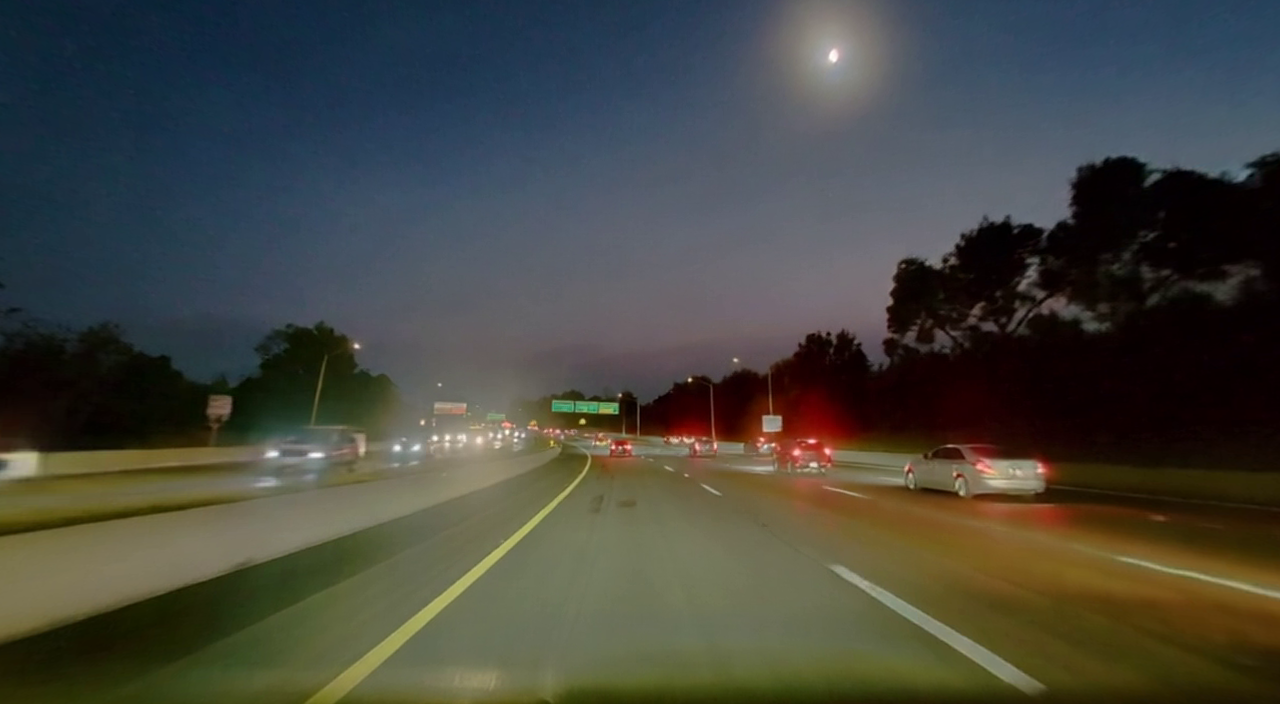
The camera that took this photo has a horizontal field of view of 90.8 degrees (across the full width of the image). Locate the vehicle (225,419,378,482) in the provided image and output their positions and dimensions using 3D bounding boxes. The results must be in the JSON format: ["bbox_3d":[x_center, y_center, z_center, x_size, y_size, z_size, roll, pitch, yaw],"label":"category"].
[{"bbox_3d":[-10.048,2.979,19.292,2.174,1.654,4.680,1,-8,-2],"label":"vehicle"}]

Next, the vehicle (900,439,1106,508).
[{"bbox_3d":[8.288,2.788,15.029,2.042,1.390,4.386,1,-8,-4],"label":"vehicle"}]

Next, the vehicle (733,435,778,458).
[{"bbox_3d":[8.733,7.207,48.254,2.056,1.609,4.761,1,-8,-6],"label":"vehicle"}]

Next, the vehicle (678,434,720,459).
[{"bbox_3d":[4.009,6.509,43.612,2.094,1.652,3.955,1,-8,-6],"label":"vehicle"}]

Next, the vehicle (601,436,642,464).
[{"bbox_3d":[-1.130,5.604,36.314,2.090,1.510,4.280,1,-8,-4],"label":"vehicle"}]

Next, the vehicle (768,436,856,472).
[{"bbox_3d":[7.671,4.619,28.755,2.196,1.494,4.735,1,-8,-7],"label":"vehicle"}]

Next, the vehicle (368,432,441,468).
[{"bbox_3d":[-10.434,4.391,28.380,1.844,1.451,4.488,1,-8,-4],"label":"vehicle"}]

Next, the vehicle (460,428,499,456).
[{"bbox_3d":[-11.915,6.730,47.218,2.064,1.918,4.078,1,-8,-4],"label":"vehicle"}]
